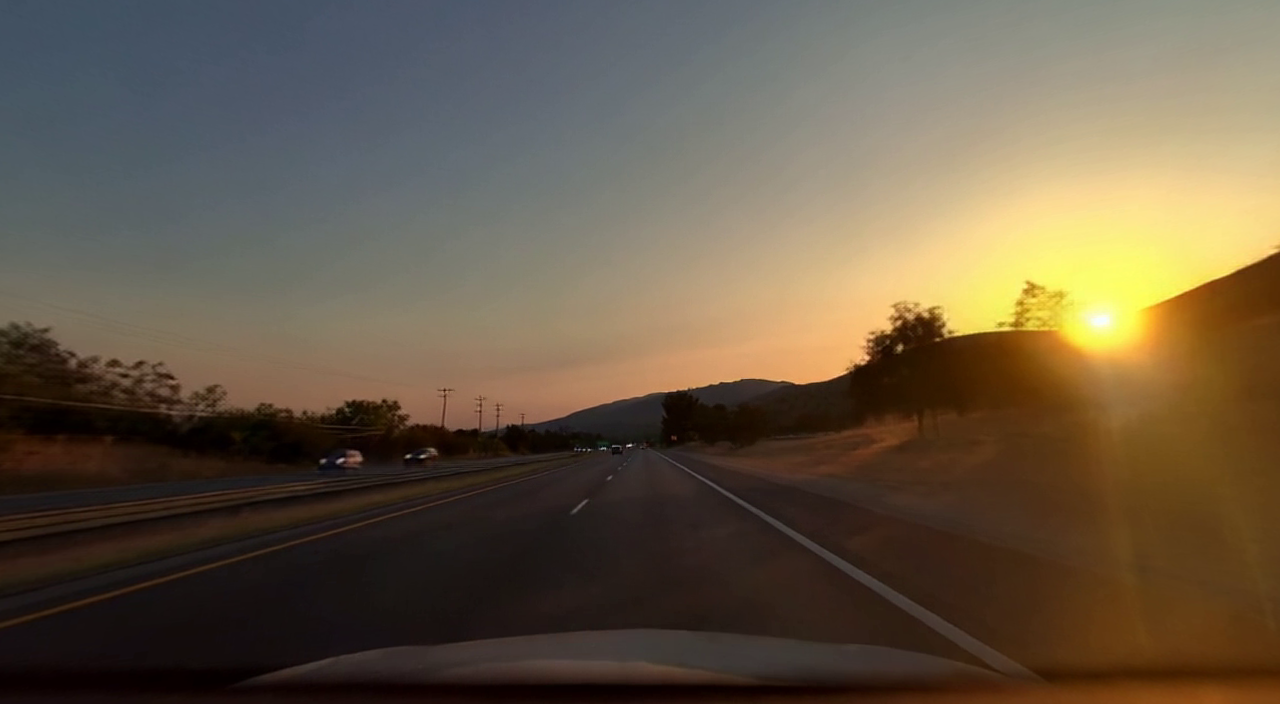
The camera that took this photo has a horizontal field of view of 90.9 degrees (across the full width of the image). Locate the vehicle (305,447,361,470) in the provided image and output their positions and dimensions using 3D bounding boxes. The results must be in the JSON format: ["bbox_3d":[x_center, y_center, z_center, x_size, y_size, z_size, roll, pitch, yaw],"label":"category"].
[{"bbox_3d":[-22.671,7.829,46.682,1.899,1.616,4.219,0,-8,2],"label":"vehicle"}]
